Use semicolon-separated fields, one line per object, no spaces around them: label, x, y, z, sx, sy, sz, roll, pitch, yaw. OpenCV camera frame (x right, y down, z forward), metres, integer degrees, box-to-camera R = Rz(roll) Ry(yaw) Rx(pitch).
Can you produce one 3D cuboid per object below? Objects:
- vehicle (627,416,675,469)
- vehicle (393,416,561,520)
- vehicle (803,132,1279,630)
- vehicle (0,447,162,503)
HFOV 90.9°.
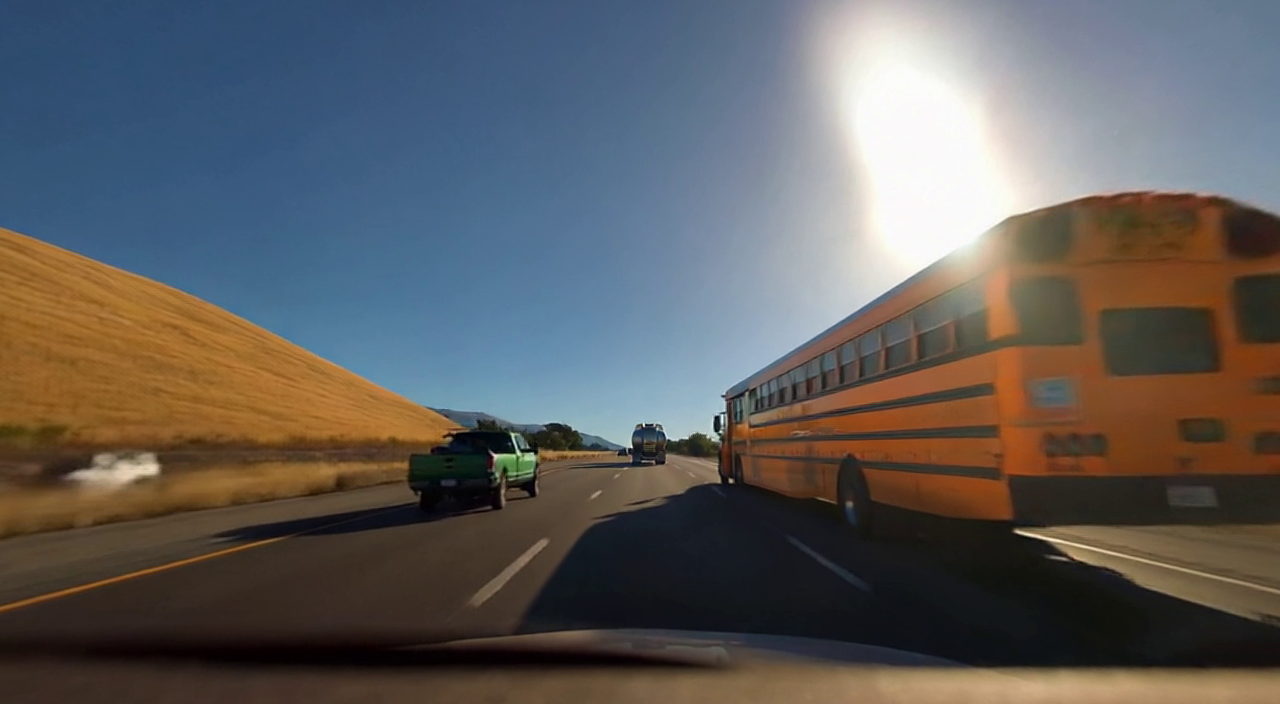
vehicle;0.705;6.436;44.772;2.948;3.265;10.569;0;-8;0
vehicle;-3.441;2.610;14.843;2.241;1.927;5.833;0;-8;2
vehicle;4.397;0.621;8.156;2.716;3.705;7.018;0;-8;1
vehicle;-21.423;4.640;24.368;2.145;1.885;4.676;0;-8;0
